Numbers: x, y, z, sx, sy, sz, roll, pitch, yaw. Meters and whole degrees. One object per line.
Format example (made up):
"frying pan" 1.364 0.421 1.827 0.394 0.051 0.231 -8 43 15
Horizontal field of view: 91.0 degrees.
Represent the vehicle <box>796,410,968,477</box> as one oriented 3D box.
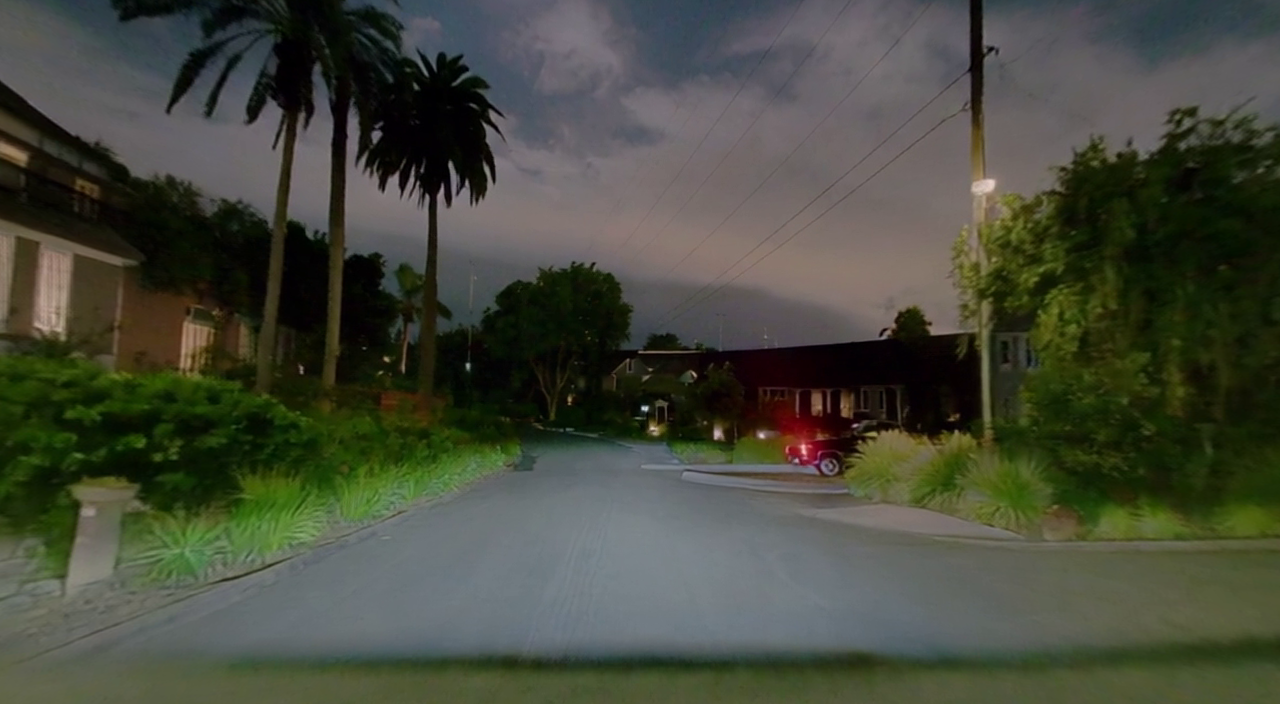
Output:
"vehicle" 8.362 3.208 21.707 5.663 1.913 2.170 7 -10 -24
